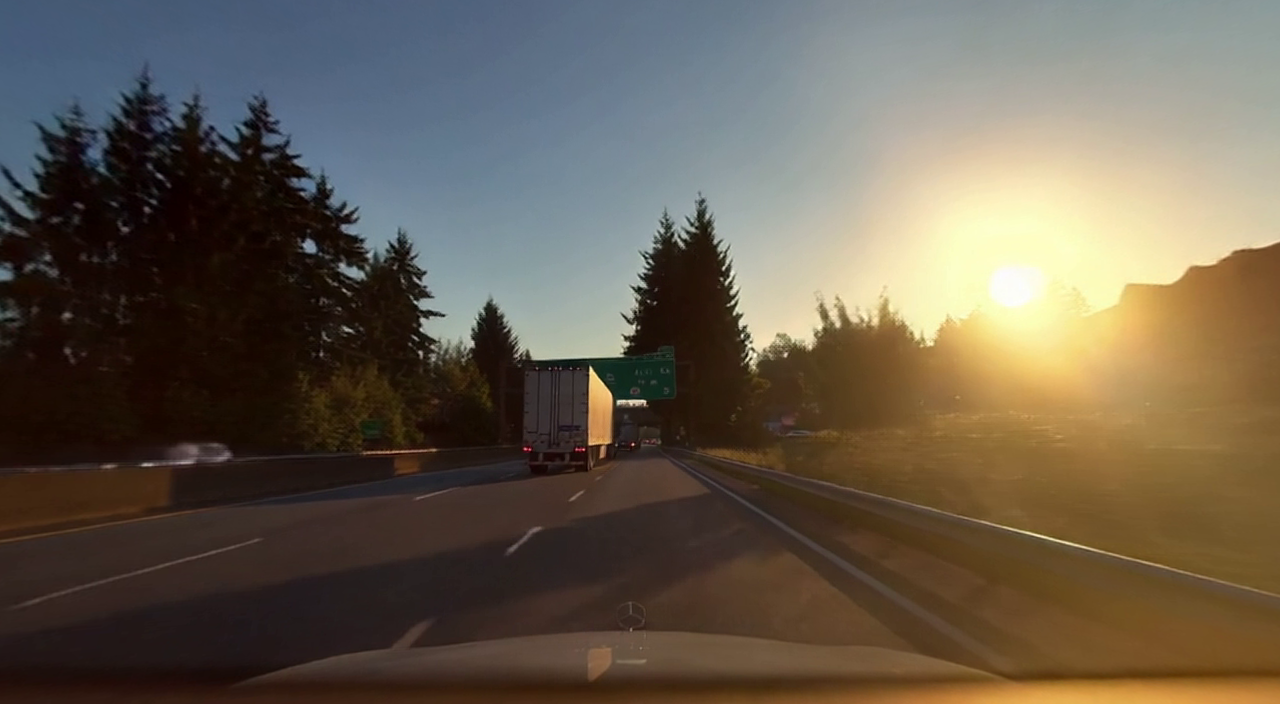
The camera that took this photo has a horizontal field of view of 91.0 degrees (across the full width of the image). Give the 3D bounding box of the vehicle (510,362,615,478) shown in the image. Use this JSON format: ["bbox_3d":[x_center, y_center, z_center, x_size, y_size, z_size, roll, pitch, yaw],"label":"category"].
[{"bbox_3d":[-2.987,3.388,29.228,2.947,4.051,14.256,0,-8,1],"label":"vehicle"}]
